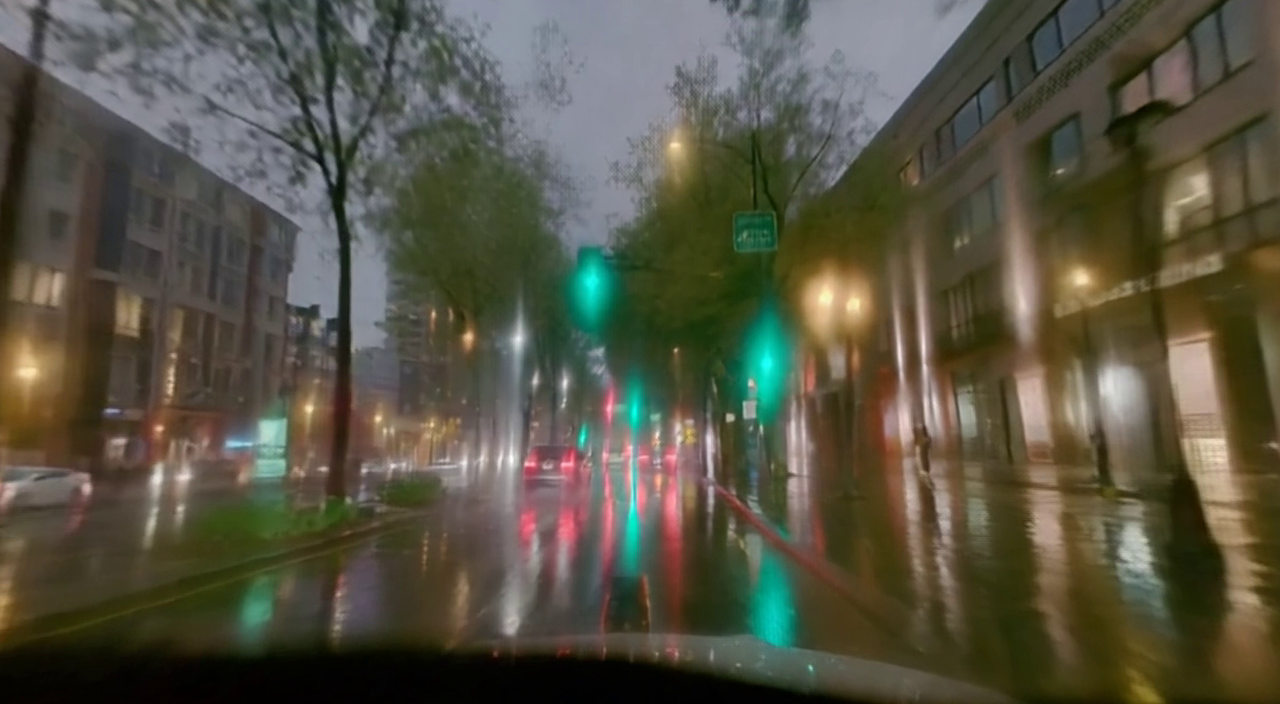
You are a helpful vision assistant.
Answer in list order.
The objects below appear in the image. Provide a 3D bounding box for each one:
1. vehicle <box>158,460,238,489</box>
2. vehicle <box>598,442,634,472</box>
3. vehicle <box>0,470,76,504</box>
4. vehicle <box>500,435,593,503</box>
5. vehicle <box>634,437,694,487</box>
[{"bbox_3d":[-28.713,7.929,41.151,1.898,1.641,4.644,0,-8,-1],"label":"vehicle"},{"bbox_3d":[-1.497,6.882,41.465,2.220,1.847,4.587,0,-8,0],"label":"vehicle"},{"bbox_3d":[-31.948,6.893,32.440,1.768,1.436,4.515,0,-8,-3],"label":"vehicle"},{"bbox_3d":[-2.565,3.308,18.270,1.940,1.722,3.823,-1,-8,3],"label":"vehicle"},{"bbox_3d":[0.876,4.178,24.234,2.120,1.758,3.917,0,-8,1],"label":"vehicle"}]
